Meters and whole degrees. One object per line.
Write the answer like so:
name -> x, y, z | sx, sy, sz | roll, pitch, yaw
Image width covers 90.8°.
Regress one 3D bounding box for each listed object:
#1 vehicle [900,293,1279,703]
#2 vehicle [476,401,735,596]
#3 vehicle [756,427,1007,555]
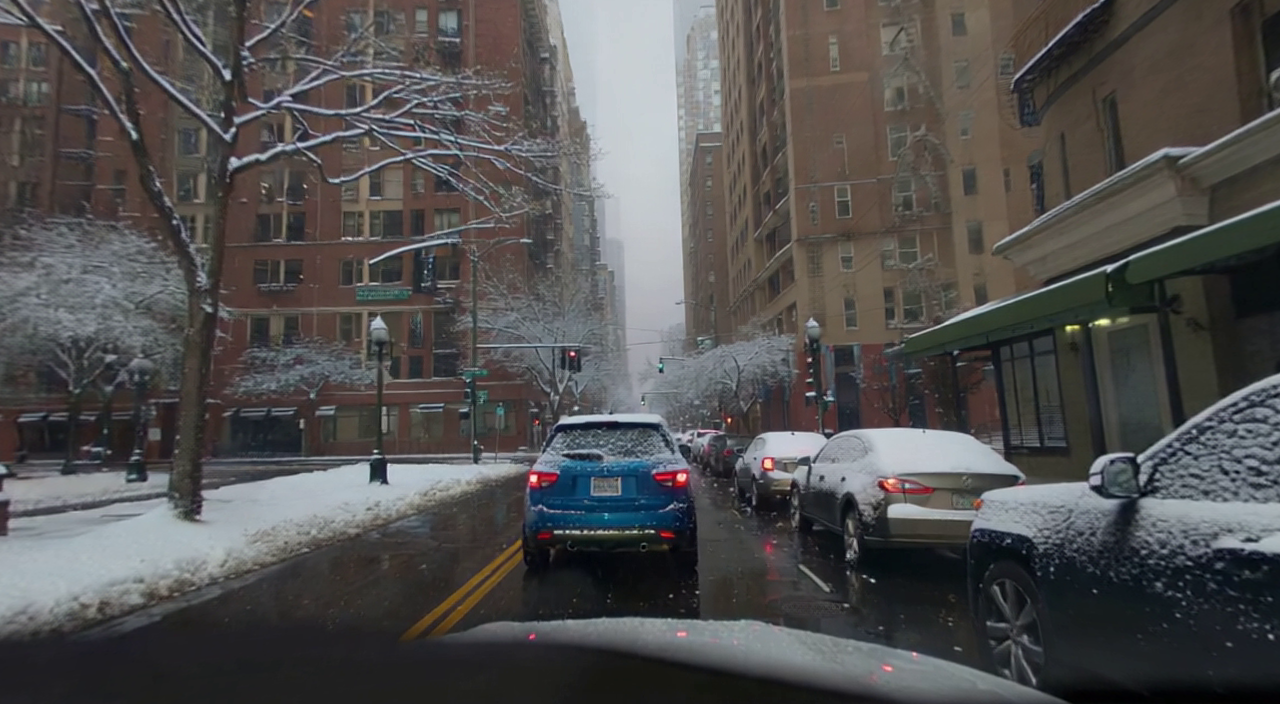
vehicle -> 2.997, 0.751, 2.242 | 2.063, 1.760, 4.664 | 0, -9, -1
vehicle -> -0.345, 1.585, 7.641 | 2.249, 1.684, 4.084 | 0, -9, -1
vehicle -> 3.284, 1.986, 9.800 | 1.941, 1.482, 4.632 | 0, -9, -2
